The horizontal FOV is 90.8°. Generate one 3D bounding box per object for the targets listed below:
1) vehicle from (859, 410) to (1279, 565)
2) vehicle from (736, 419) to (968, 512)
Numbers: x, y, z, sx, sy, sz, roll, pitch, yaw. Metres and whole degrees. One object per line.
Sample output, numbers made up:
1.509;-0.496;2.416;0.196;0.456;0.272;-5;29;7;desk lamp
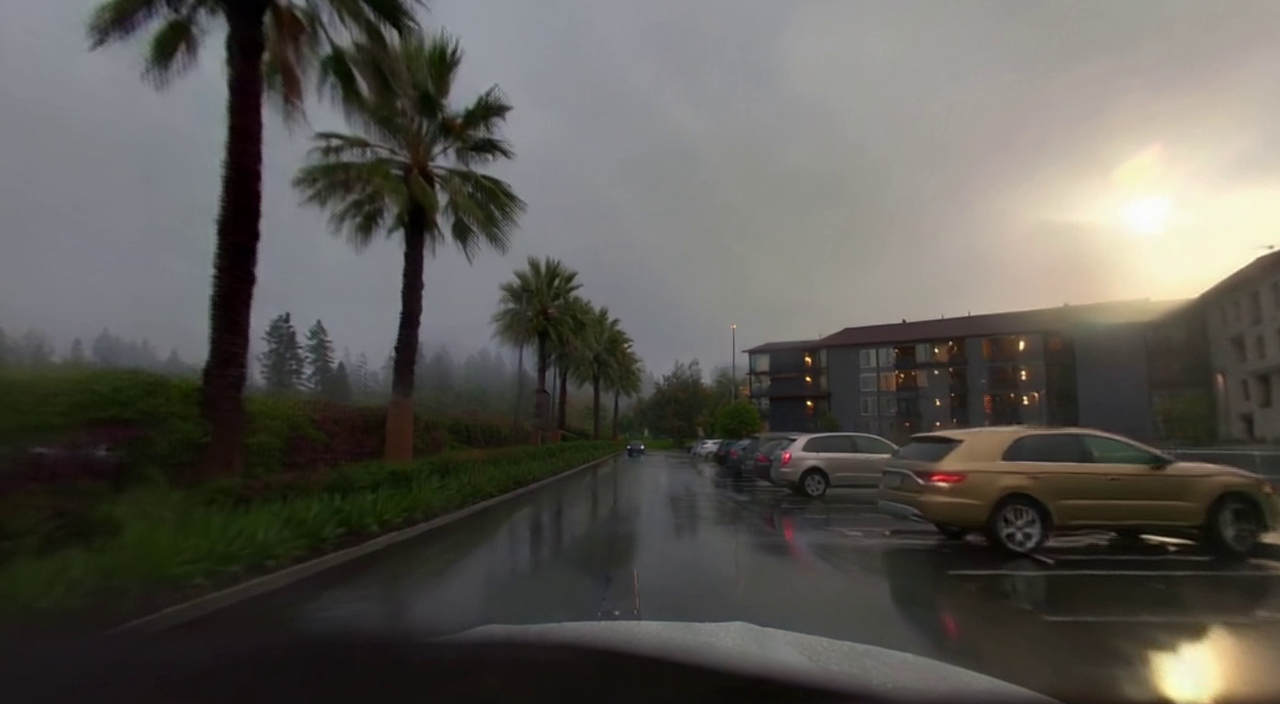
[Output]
6.115;1.781;8.724;5.381;1.826;2.047;0;-9;-2;vehicle
5.580;3.031;17.306;5.639;2.033;2.172;2;-7;5;vehicle
